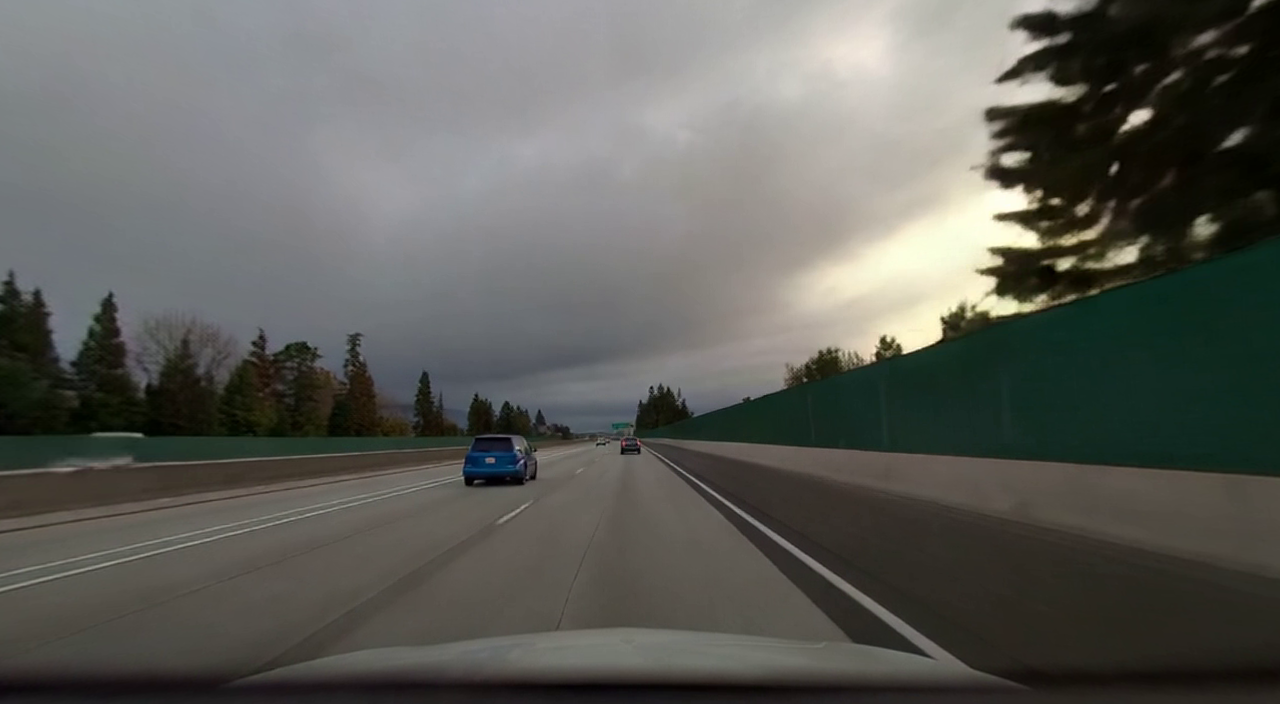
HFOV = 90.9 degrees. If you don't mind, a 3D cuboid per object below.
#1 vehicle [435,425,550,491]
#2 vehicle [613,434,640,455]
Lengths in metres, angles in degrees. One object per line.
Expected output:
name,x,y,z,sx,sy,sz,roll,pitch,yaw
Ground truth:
vehicle,-3.859,2.853,17.458,2.072,1.545,4.767,0,-8,0
vehicle,-0.971,6.695,45.713,1.836,1.450,3.519,0,-8,-1
